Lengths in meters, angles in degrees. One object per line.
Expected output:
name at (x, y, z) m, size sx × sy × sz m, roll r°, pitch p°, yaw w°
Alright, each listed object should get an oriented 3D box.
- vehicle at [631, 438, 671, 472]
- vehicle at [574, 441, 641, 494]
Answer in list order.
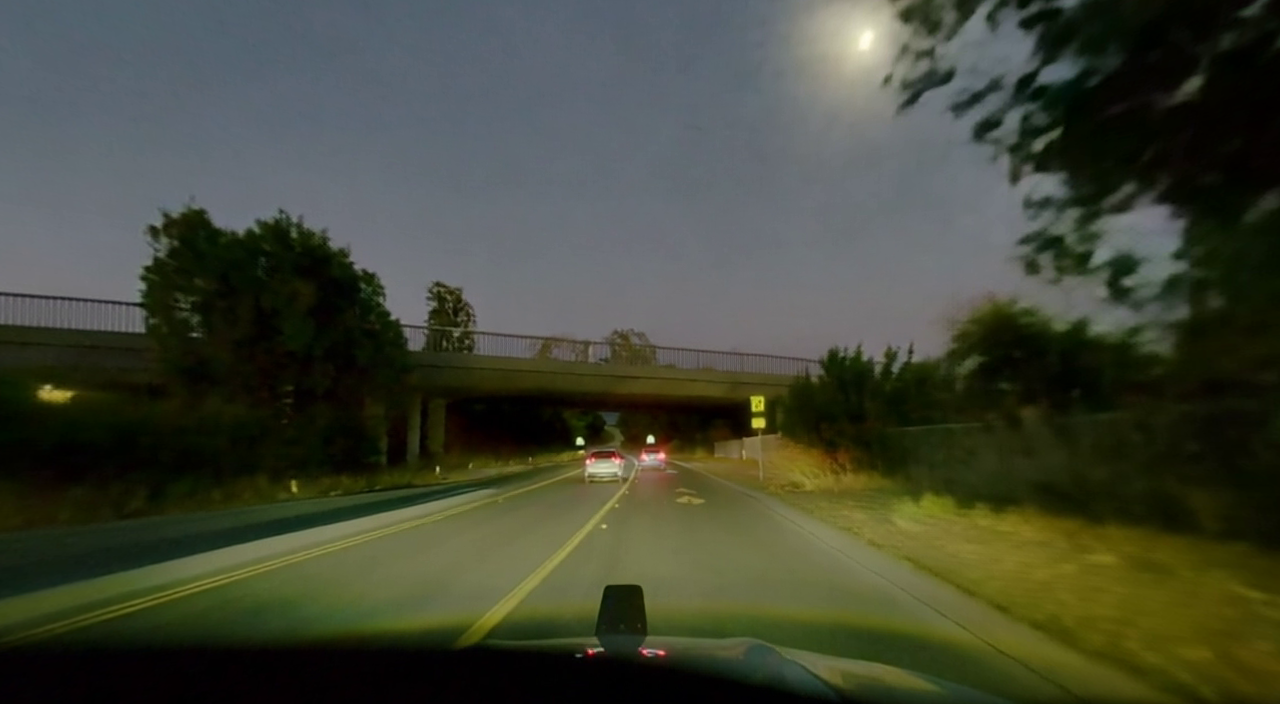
vehicle at (0.658, 6.634, 40.709) m, size 2.273 × 2.010 × 4.396 m, roll 0°, pitch -9°, yaw -3°
vehicle at (-1.062, 3.827, 21.183) m, size 2.037 × 1.601 × 3.643 m, roll 0°, pitch -9°, yaw -2°
